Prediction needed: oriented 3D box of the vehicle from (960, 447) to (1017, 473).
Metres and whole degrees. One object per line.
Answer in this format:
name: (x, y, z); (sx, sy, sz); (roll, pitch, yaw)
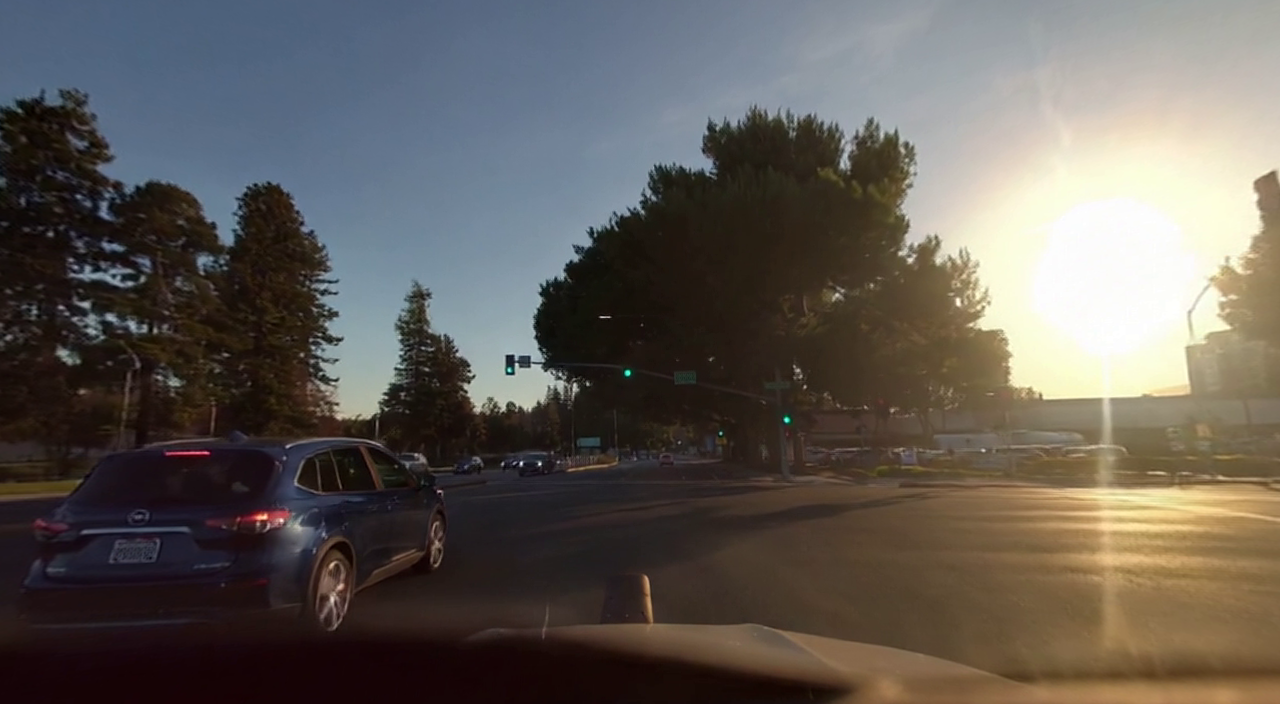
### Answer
vehicle: (20.700, 6.350, 37.359); (1.930, 1.410, 4.313); (-8, -11, 41)

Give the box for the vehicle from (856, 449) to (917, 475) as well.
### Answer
vehicle: (16.243, 7.194, 41.417); (2.060, 1.445, 4.712); (-9, -10, 42)

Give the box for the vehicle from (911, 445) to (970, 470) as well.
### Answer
vehicle: (18.627, 6.482, 38.968); (1.945, 1.434, 4.293); (-8, -12, 42)

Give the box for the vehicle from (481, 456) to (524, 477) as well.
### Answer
vehicle: (-10.379, 8.680, 47.969); (2.001, 1.458, 4.278); (-1, -9, 5)

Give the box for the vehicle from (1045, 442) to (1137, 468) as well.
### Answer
vehicle: (28.949, 6.598, 40.466); (4.678, 1.558, 1.883); (1, -9, -8)

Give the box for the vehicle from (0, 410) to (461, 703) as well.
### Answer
vehicle: (-2.931, 1.285, 4.394); (1.924, 1.482, 4.734); (0, -8, 1)
